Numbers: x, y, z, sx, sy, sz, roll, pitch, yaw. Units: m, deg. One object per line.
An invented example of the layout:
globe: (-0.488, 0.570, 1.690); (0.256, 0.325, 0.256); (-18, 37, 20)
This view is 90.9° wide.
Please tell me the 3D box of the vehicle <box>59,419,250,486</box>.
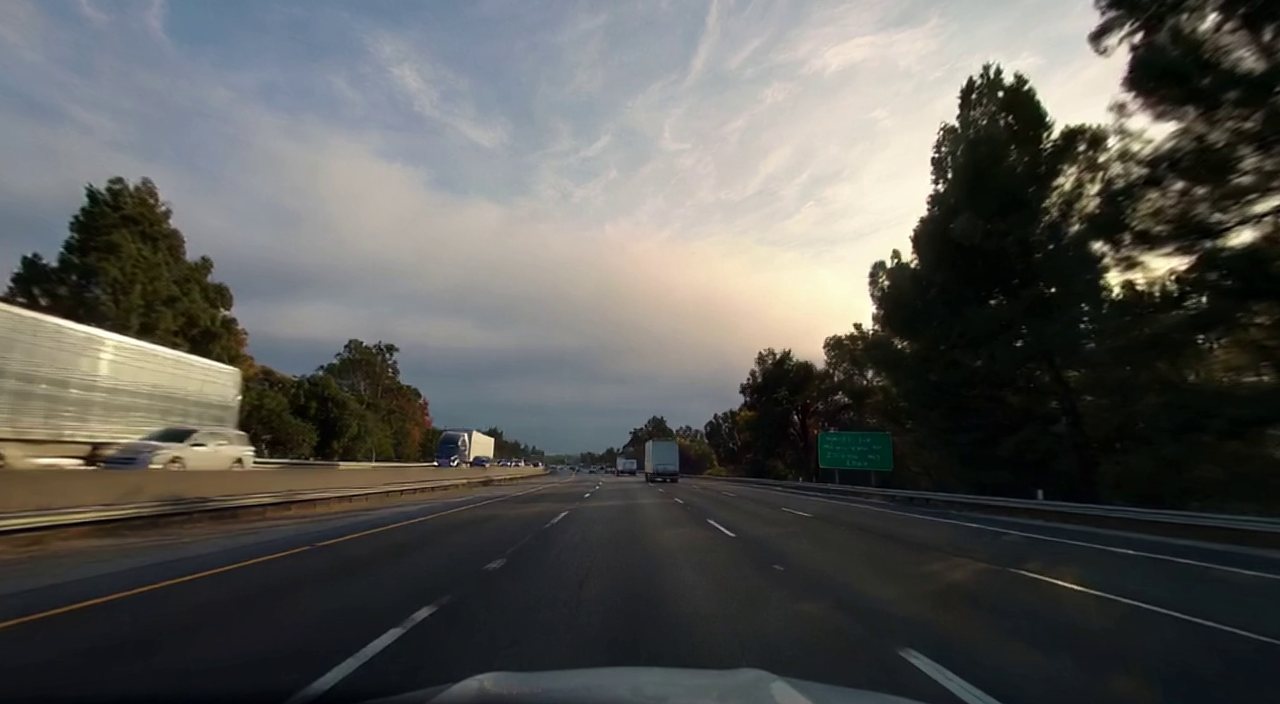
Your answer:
vehicle: (-12.309, 2.659, 16.392); (1.741, 1.478, 4.057); (1, -11, -1)

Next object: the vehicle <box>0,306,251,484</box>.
vehicle: (-16.088, 1.365, 16.515); (2.841, 3.975, 14.213); (1, -11, -1)

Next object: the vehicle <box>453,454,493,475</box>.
vehicle: (-12.767, 8.667, 48.480); (1.949, 1.465, 4.211); (1, -11, -1)
